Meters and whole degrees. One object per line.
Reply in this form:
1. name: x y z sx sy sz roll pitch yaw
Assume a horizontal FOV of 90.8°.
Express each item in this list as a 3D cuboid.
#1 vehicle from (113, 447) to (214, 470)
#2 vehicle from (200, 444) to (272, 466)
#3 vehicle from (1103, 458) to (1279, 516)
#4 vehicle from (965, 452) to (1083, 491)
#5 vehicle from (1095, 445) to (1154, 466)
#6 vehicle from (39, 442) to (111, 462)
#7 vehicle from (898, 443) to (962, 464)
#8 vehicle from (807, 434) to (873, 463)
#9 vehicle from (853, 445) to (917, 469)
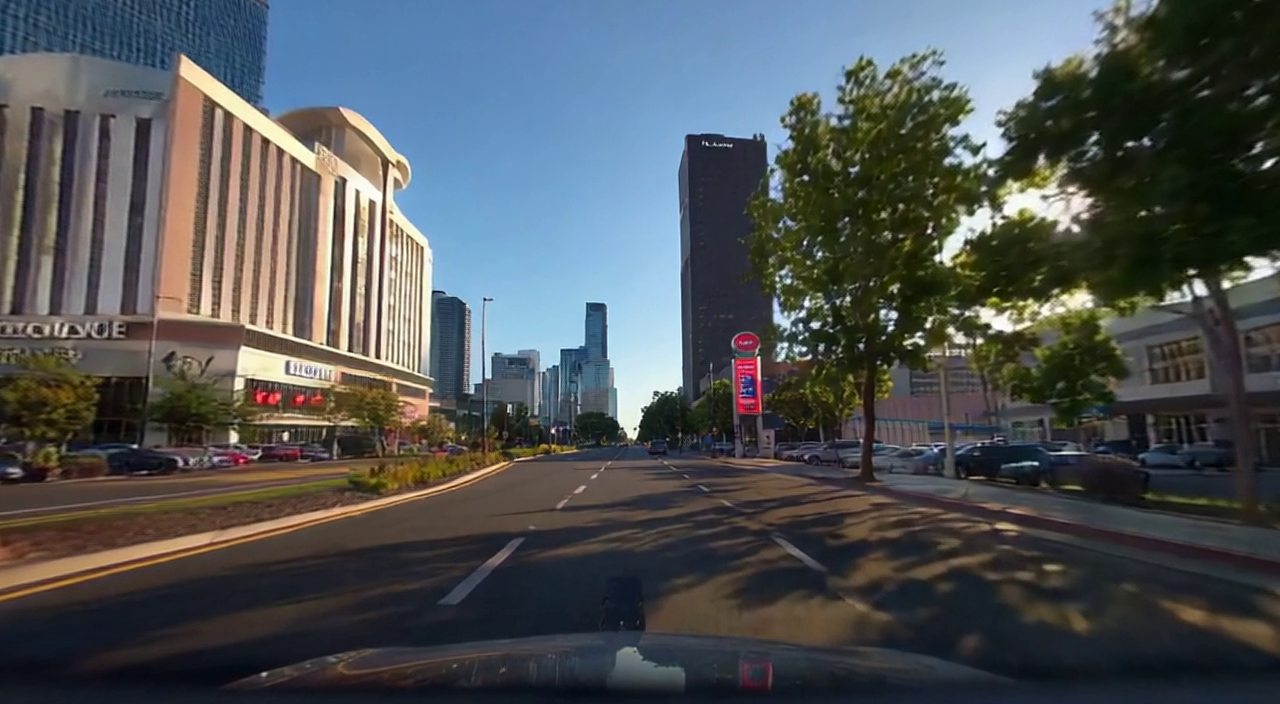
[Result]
1. vehicle: -30.521 6.807 40.517 4.880 1.464 1.953 0 -8 1
2. vehicle: -30.497 7.792 47.737 4.104 1.576 1.852 0 -8 2
3. vehicle: 17.156 3.999 18.919 4.711 1.494 2.224 -2 -9 3
4. vehicle: 16.892 5.249 27.928 3.889 1.590 1.950 0 -9 0
5. vehicle: 36.382 7.738 47.575 1.609 1.450 3.642 1 -8 1
6. vehicle: -43.031 7.614 48.159 3.754 1.427 1.821 0 -8 1
7. vehicle: 21.856 7.667 47.803 1.908 1.469 4.354 3 -9 -18
8. vehicle: 14.833 7.260 47.303 2.189 1.951 5.828 0 -9 -10
9. vehicle: 15.743 6.759 40.900 1.936 1.464 4.867 1 -9 -5
